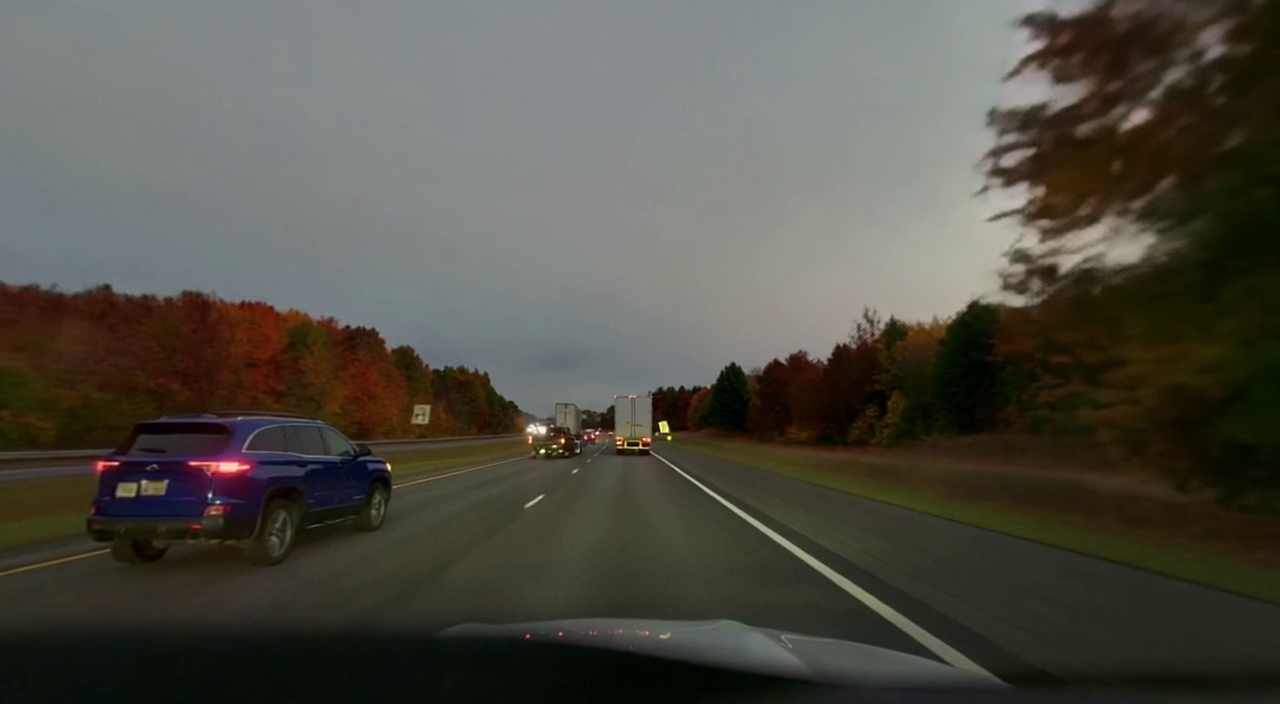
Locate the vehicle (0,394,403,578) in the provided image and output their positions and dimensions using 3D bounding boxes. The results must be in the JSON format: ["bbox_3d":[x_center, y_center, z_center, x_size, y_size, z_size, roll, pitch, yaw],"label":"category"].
[{"bbox_3d":[-4.956,1.526,8.067,2.089,1.669,4.515,0,-8,-1],"label":"vehicle"}]

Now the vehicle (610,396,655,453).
[{"bbox_3d":[-0.654,5.576,47.766,3.078,3.955,8.774,0,-8,-2],"label":"vehicle"}]

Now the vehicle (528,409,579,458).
[{"bbox_3d":[-5.189,5.017,38.590,2.383,2.726,5.677,0,-8,-1],"label":"vehicle"}]
